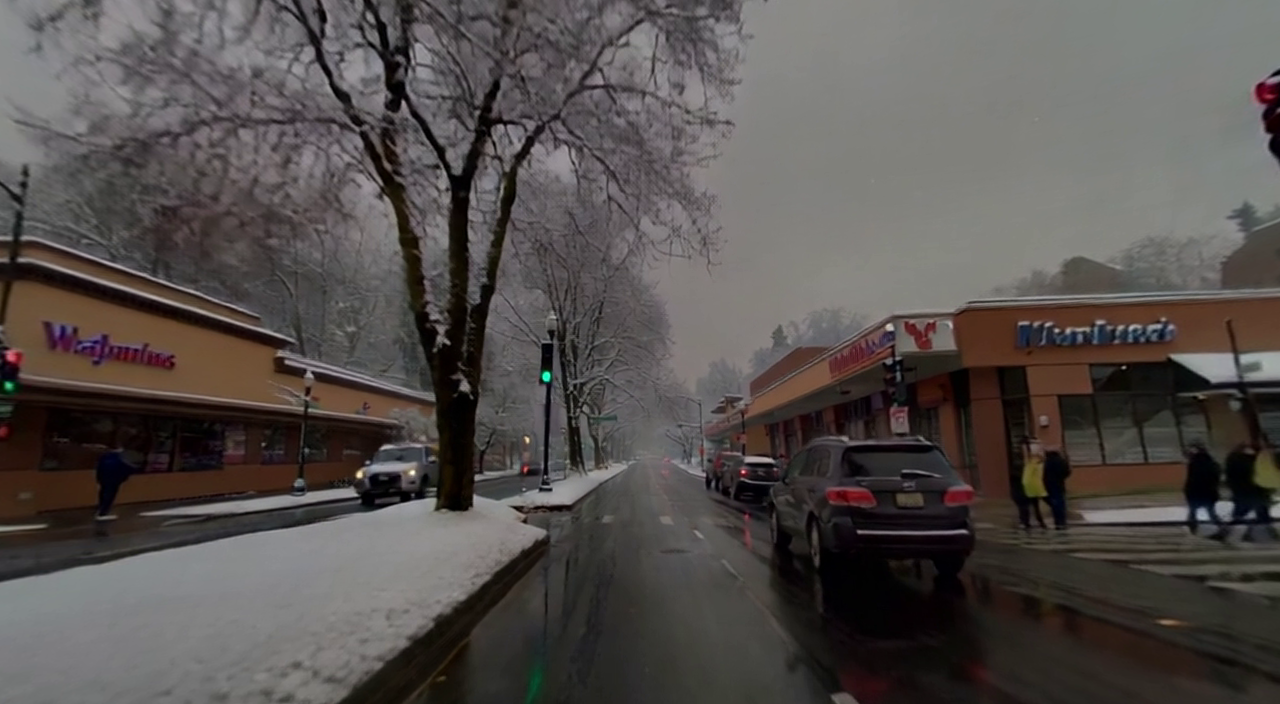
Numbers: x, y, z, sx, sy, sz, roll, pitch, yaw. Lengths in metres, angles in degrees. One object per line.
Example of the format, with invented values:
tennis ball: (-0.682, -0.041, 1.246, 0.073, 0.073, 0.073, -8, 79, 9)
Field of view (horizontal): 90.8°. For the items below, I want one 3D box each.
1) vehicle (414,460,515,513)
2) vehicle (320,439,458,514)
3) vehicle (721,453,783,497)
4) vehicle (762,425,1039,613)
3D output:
vehicle: (-5.684, 4.407, 21.177, 1.983, 1.438, 4.559, 0, -8, 1)
vehicle: (-8.703, 4.325, 22.696, 2.489, 2.323, 5.843, 0, -8, 1)
vehicle: (5.254, 5.811, 30.296, 2.010, 1.844, 4.386, 0, -8, -2)
vehicle: (2.624, 1.705, 7.138, 1.822, 1.654, 2.794, 0, -8, -2)
